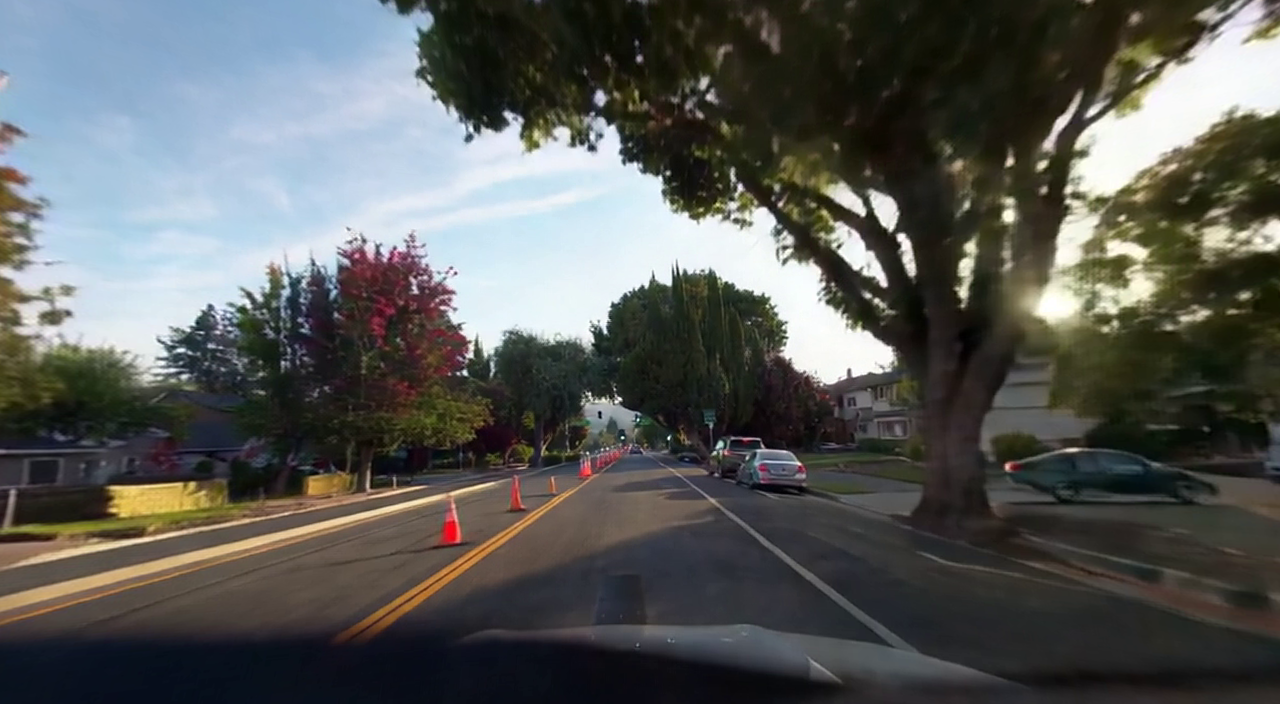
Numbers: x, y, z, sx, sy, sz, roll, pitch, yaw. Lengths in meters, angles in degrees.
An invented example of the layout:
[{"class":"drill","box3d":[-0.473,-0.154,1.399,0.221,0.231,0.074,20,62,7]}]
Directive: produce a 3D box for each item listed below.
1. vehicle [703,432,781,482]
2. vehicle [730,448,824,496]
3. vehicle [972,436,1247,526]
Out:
[{"class":"vehicle","box3d":[4.194,4.427,26.936,2.255,1.914,4.967,0,-9,-3]},{"class":"vehicle","box3d":[4.200,3.739,20.215,1.928,1.333,4.586,0,-9,-1]},{"class":"vehicle","box3d":[8.411,2.302,11.591,3.561,1.465,1.870,1,-8,-2]}]
